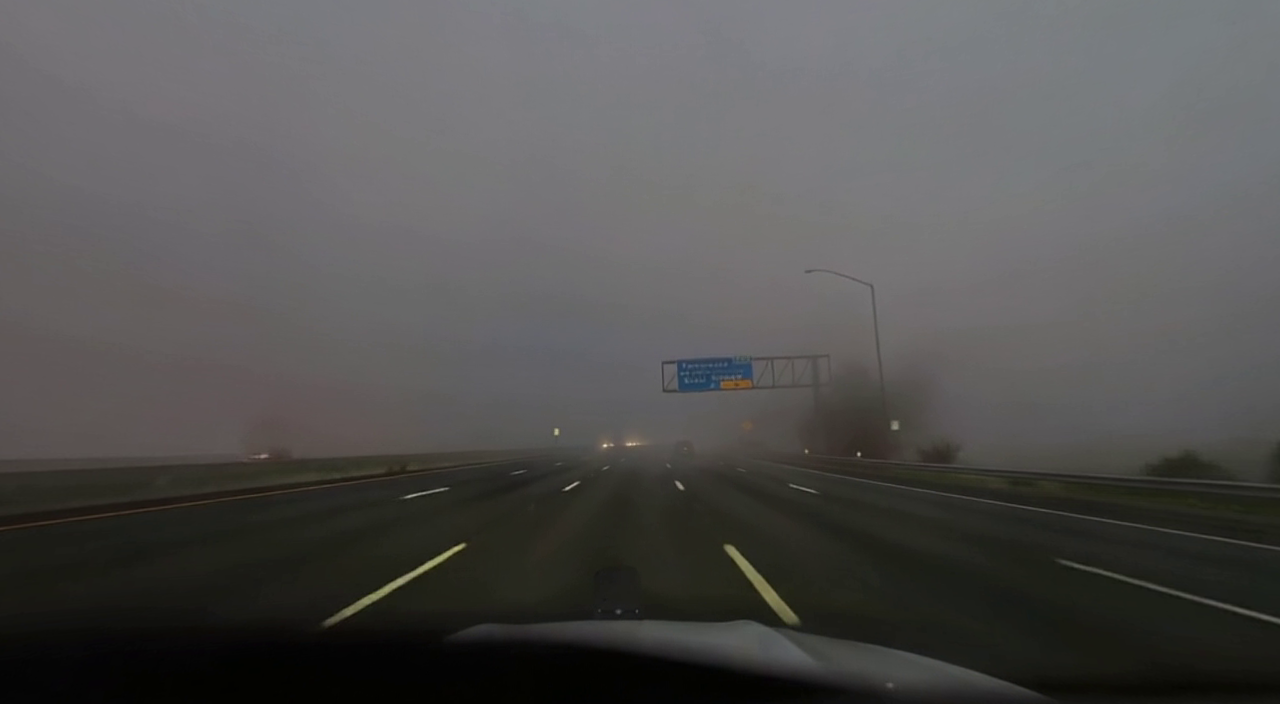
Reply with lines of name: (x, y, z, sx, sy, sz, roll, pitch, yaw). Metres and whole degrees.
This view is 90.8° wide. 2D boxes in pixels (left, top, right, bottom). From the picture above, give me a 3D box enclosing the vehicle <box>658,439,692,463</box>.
vehicle: (2.589, 7.419, 47.500, 2.224, 1.738, 4.376, 0, -9, -1)
